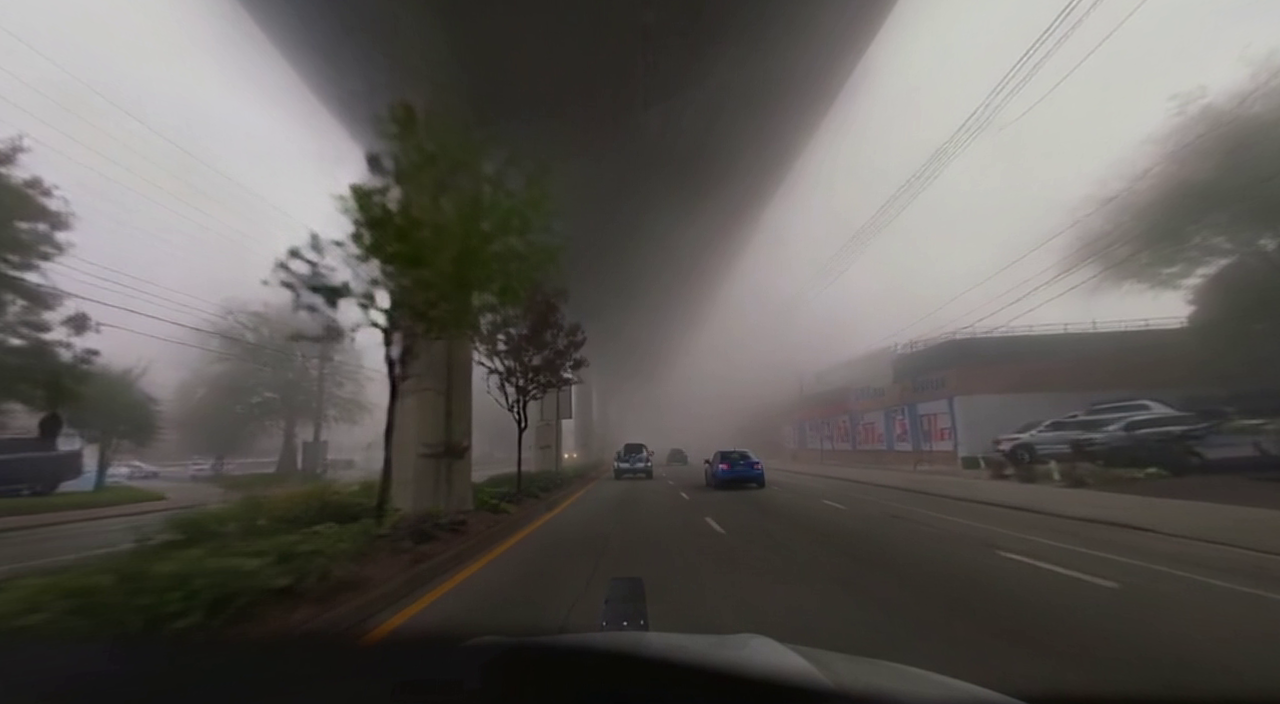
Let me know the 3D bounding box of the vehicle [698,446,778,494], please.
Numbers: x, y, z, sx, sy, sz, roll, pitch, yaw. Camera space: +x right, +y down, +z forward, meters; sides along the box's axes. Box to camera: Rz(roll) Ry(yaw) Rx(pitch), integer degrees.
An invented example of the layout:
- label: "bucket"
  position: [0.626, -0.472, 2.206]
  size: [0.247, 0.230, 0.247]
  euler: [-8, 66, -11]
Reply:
- label: "vehicle"
  position: [3.277, 4.034, 21.985]
  size: [1.954, 1.479, 4.557]
  euler: [0, -9, -1]

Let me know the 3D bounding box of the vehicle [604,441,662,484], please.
- label: "vehicle"
  position: [-0.301, 5.043, 29.067]
  size: [2.441, 1.813, 4.581]
  euler: [0, -9, 0]
